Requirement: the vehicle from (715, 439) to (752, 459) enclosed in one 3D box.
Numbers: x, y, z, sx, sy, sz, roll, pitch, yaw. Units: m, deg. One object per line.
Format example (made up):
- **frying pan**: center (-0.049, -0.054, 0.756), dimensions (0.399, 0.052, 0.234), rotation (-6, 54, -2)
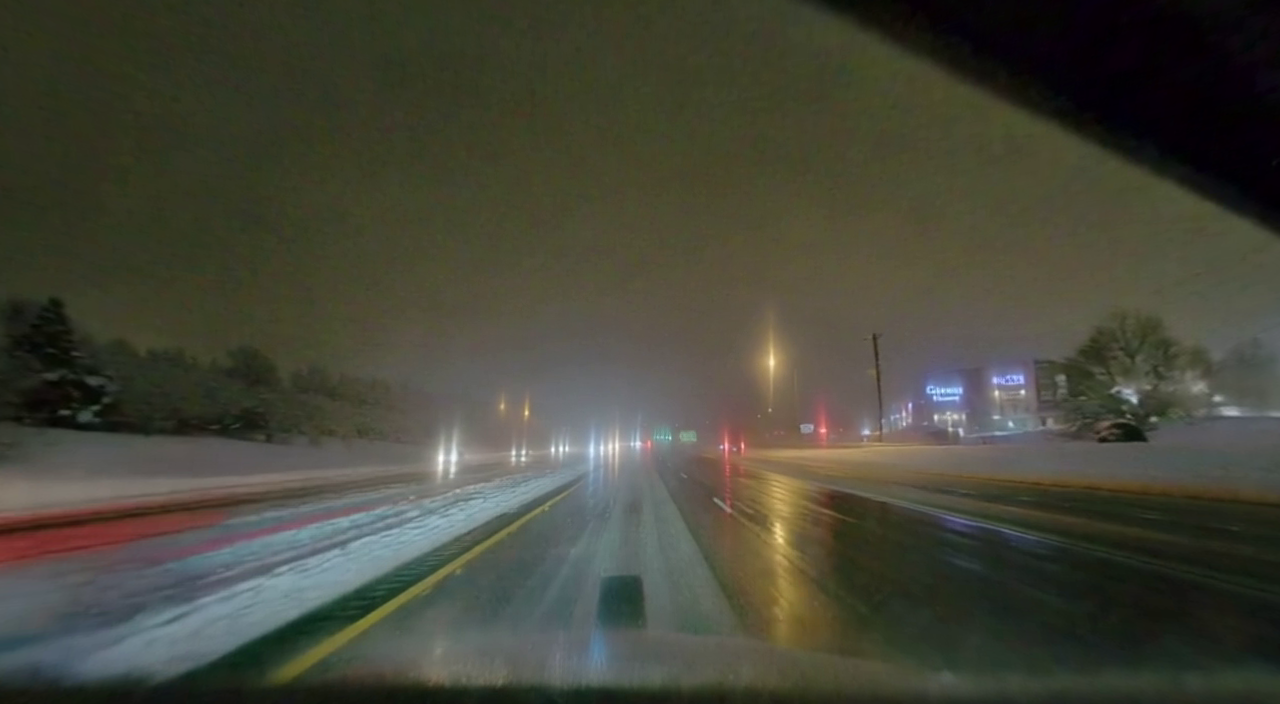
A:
- **vehicle**: center (7.229, 7.570, 49.041), dimensions (2.079, 1.518, 5.032), rotation (0, -8, -1)
